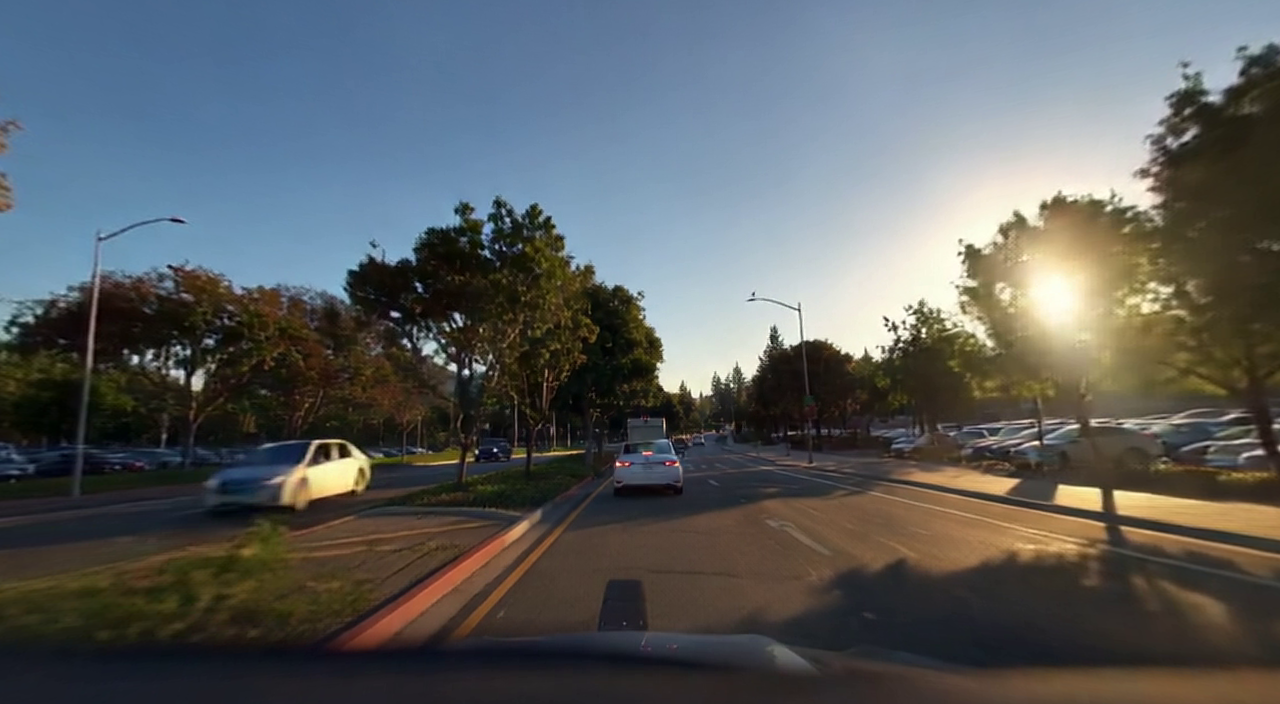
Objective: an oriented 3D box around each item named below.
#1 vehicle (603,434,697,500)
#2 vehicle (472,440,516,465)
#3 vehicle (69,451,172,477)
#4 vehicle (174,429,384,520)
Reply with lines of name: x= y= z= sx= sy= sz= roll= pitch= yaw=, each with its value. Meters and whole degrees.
vehicle: x=0.187 y=2.880 z=16.190 sx=2.093 sy=1.442 sz=3.977 roll=0 pitch=-8 yaw=-1
vehicle: x=-11.117 y=7.658 z=48.231 sx=2.066 sy=1.753 sz=4.559 roll=-1 pitch=-8 yaw=3
vehicle: x=-30.515 y=6.589 z=37.152 sx=4.356 sy=1.444 sz=1.819 roll=0 pitch=-8 yaw=-1
vehicle: x=-8.180 y=2.794 z=15.033 sx=2.131 sy=1.778 sz=4.912 roll=0 pitch=-8 yaw=-1
